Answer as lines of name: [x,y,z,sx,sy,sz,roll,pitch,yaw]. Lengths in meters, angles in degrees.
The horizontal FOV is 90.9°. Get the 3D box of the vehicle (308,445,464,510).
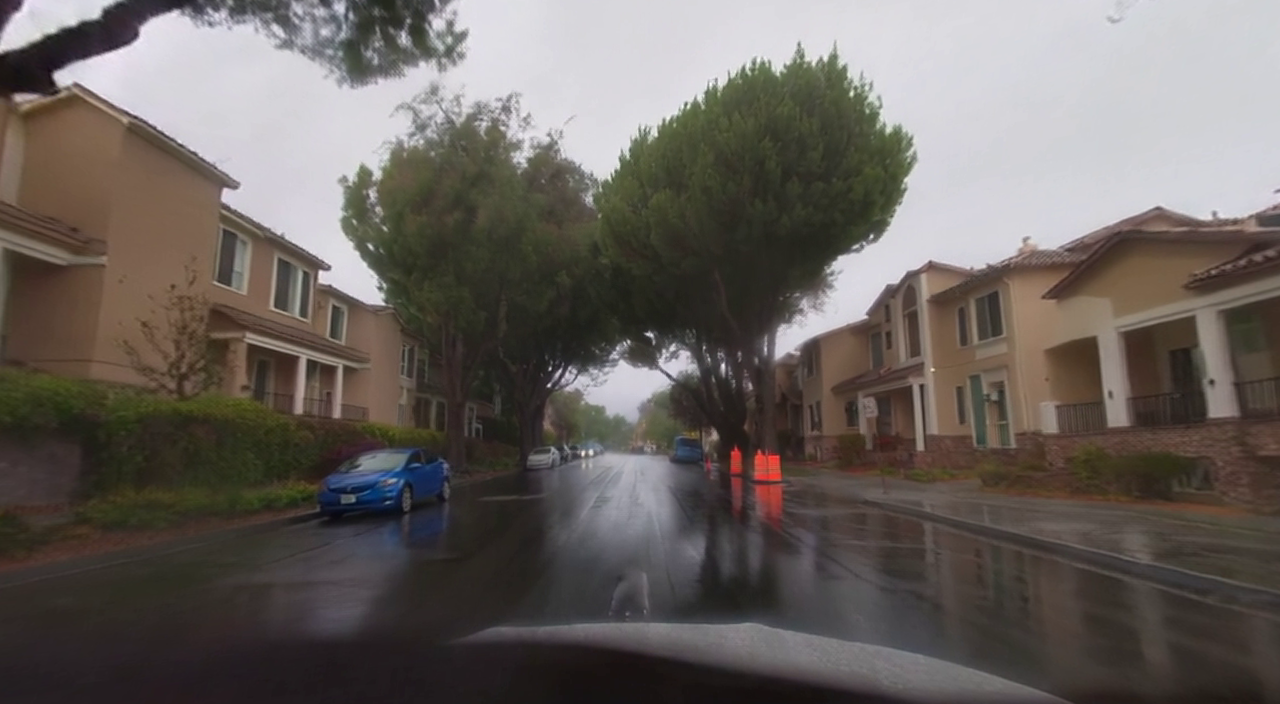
vehicle: [-6.476,3.232,16.775,2.137,1.481,4.503,0,-9,2]

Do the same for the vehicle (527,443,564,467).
vehicle: [-6.562,7.184,44.119,1.957,1.608,4.476,0,-9,-1]
